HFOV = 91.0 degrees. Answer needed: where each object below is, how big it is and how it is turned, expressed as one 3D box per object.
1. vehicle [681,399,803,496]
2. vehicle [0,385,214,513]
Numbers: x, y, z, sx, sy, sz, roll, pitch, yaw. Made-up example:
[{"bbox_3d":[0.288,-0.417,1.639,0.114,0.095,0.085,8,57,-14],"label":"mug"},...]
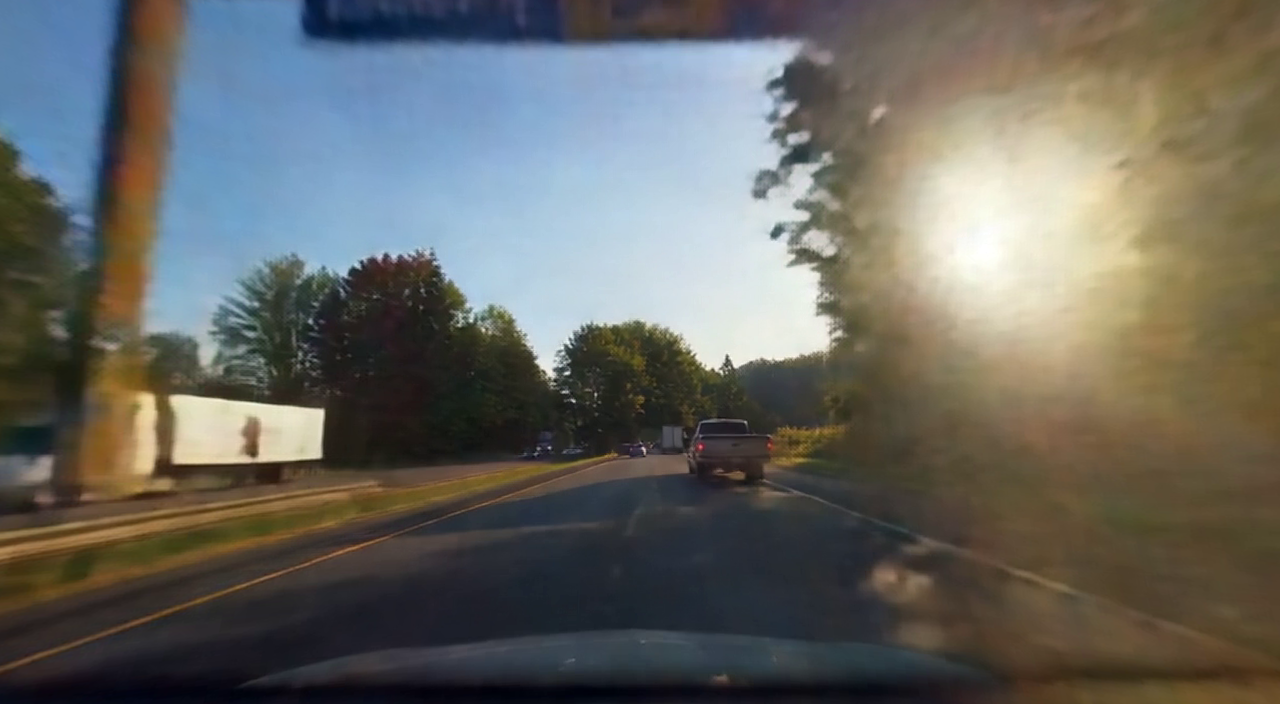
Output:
[{"bbox_3d":[2.788,2.871,19.169,2.677,2.439,6.402,0,-8,1],"label":"vehicle"},{"bbox_3d":[-17.496,3.091,20.420,2.867,3.506,5.874,0,-8,2],"label":"vehicle"}]
